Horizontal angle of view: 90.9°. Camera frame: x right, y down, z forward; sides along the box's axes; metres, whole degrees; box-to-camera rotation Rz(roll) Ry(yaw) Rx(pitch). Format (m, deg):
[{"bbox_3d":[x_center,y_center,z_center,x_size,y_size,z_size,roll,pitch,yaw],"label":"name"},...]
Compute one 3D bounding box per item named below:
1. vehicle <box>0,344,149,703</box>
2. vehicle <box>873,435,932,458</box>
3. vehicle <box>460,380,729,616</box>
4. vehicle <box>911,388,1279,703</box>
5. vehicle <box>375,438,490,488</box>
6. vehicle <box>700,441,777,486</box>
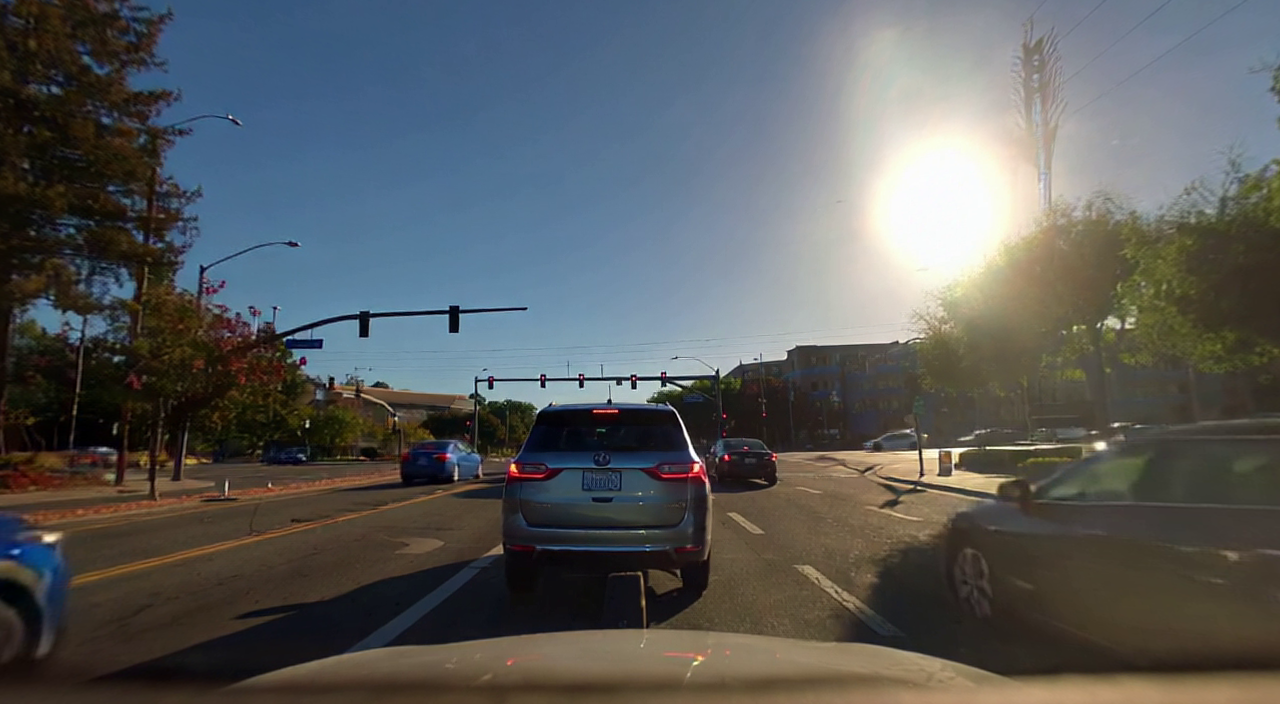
[{"bbox_3d":[-3.679,0.570,0.958,2.160,1.666,4.583,0,-8,0],"label":"vehicle"},{"bbox_3d":[19.981,7.199,47.910,4.361,1.653,2.034,6,-10,-35],"label":"vehicle"},{"bbox_3d":[-0.341,1.440,7.099,2.064,1.817,4.298,0,-8,0],"label":"vehicle"},{"bbox_3d":[3.340,1.010,3.093,2.121,1.494,4.208,0,-8,0],"label":"vehicle"},{"bbox_3d":[-6.828,3.707,21.414,2.060,1.473,4.950,0,-8,2],"label":"vehicle"},{"bbox_3d":[3.369,3.896,22.390,2.104,1.441,4.240,0,-8,1],"label":"vehicle"}]
